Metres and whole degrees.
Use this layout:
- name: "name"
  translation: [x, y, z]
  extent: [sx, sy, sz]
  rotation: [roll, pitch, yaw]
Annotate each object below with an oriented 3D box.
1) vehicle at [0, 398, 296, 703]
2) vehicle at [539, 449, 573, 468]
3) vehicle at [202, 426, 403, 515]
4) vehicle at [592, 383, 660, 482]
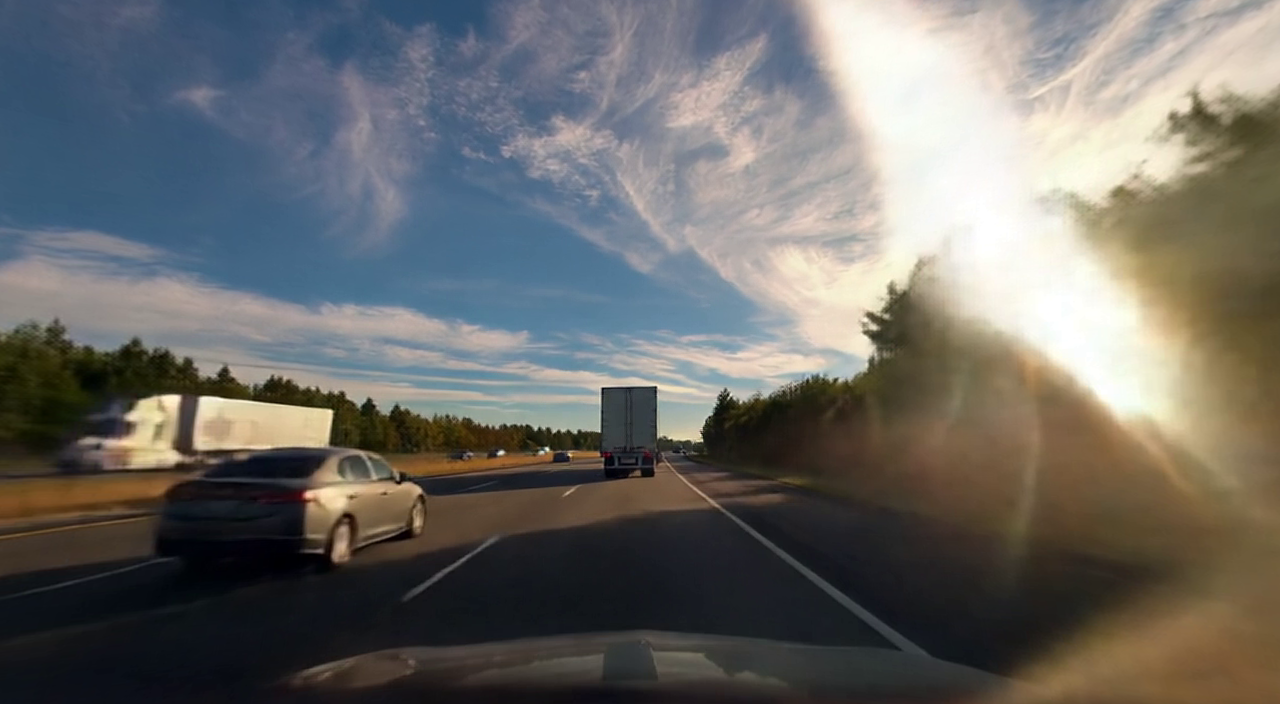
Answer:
- name: "vehicle"
  translation: [-3.452, 0.871, 2.106]
  extent: [2.092, 1.465, 4.448]
  rotation: [0, -9, 0]
- name: "vehicle"
  translation: [-6.632, 8.407, 49.905]
  extent: [1.967, 1.420, 4.473]
  rotation: [0, -9, 1]
- name: "vehicle"
  translation: [-7.564, 2.703, 14.848]
  extent: [2.092, 1.742, 4.691]
  rotation: [0, -9, 1]
- name: "vehicle"
  translation: [-0.419, 4.446, 33.610]
  extent: [2.851, 4.098, 14.436]
  rotation: [-1, -9, 1]
